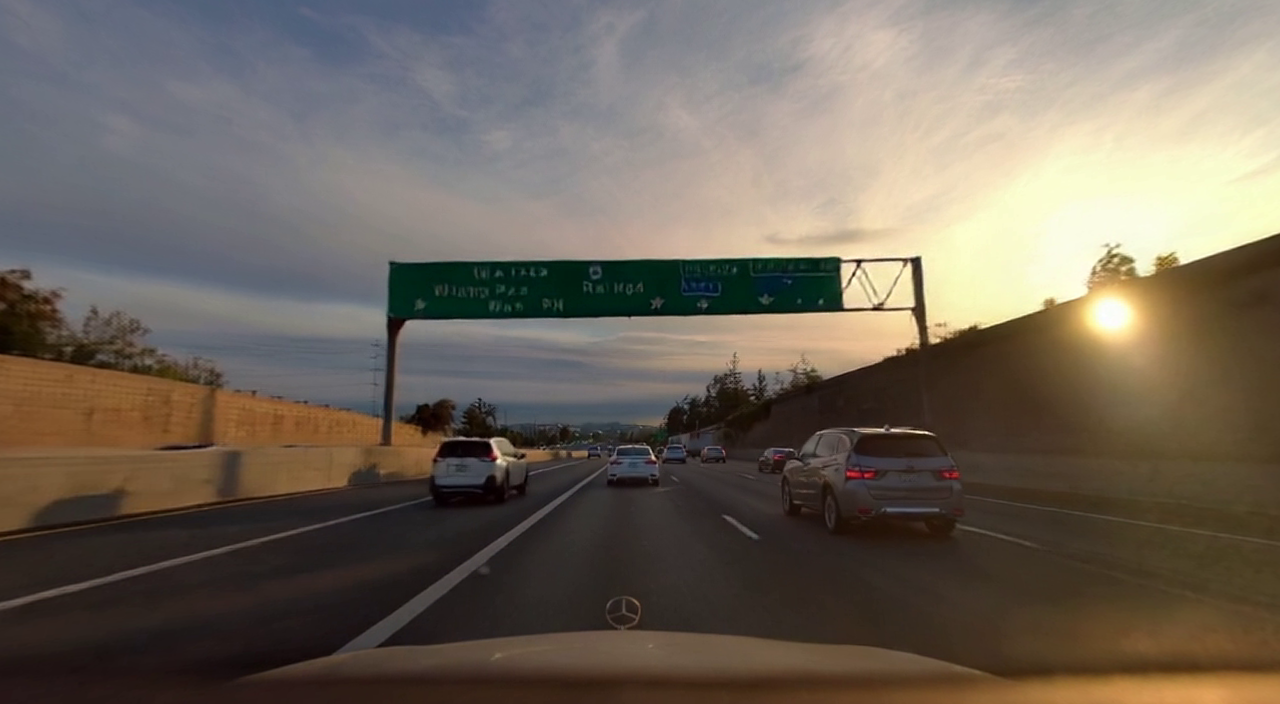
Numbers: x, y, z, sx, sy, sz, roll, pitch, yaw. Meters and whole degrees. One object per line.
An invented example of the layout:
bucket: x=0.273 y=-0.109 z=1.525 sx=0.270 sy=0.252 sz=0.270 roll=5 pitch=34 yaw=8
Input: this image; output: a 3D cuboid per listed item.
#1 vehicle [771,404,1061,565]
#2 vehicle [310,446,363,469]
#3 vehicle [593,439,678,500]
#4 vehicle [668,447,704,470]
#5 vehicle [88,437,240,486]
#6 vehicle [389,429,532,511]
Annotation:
vehicle: x=3.630 y=1.852 z=9.574 sx=2.162 sy=1.800 sz=4.693 roll=0 pitch=-9 yaw=-1
vehicle: x=-22.250 y=7.698 z=46.504 sx=1.843 sy=1.590 sz=4.344 roll=0 pitch=-9 yaw=-2
vehicle: x=-0.160 y=3.190 z=17.537 sx=2.098 sy=1.475 sz=3.997 roll=0 pitch=-9 yaw=-2
vehicle: x=3.116 y=7.302 z=43.649 sx=1.998 sy=1.490 sz=4.296 roll=0 pitch=-9 yaw=-3
vehicle: x=-18.183 y=4.185 z=24.526 sx=2.137 sy=1.682 sz=4.908 roll=0 pitch=-9 yaw=-2
vehicle: x=-4.331 y=2.945 z=16.287 sx=2.218 sy=1.776 sz=5.031 roll=0 pitch=-9 yaw=0
